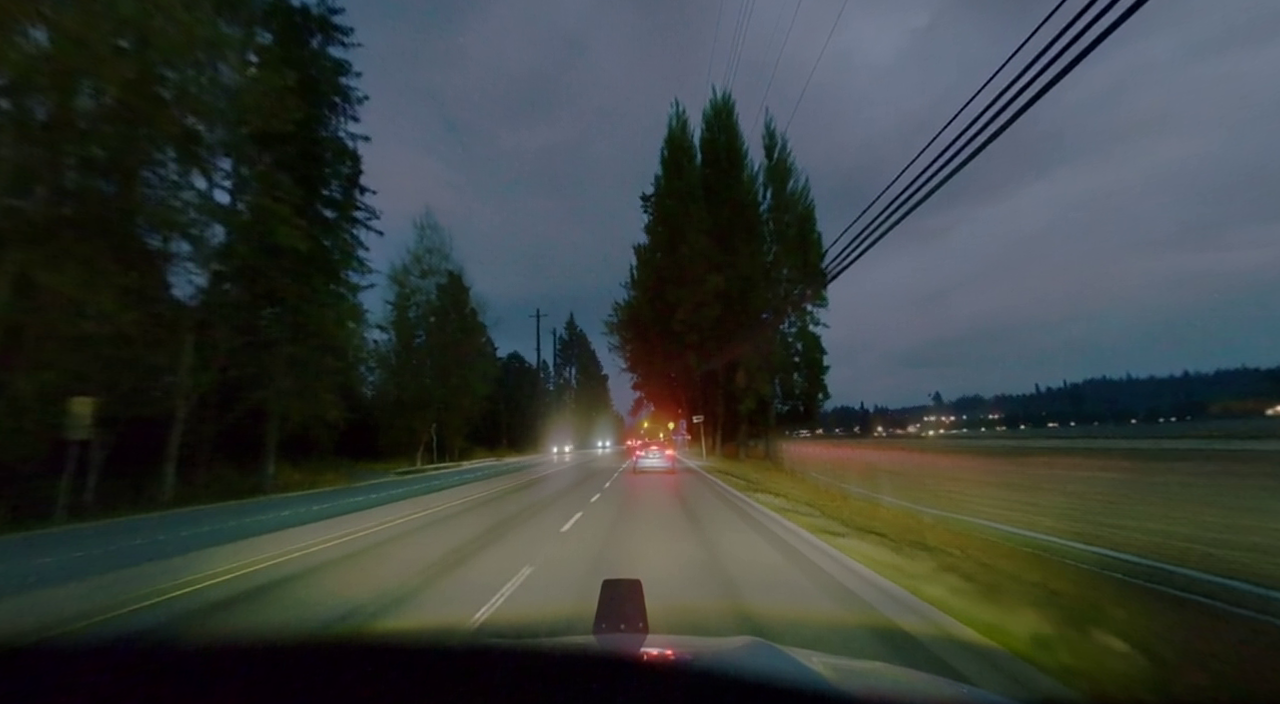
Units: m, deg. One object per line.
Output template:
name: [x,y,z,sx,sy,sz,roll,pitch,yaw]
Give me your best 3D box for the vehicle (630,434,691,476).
vehicle: [0.738,3.938,24.291,2.153,1.461,4.374,0,-8,1]
